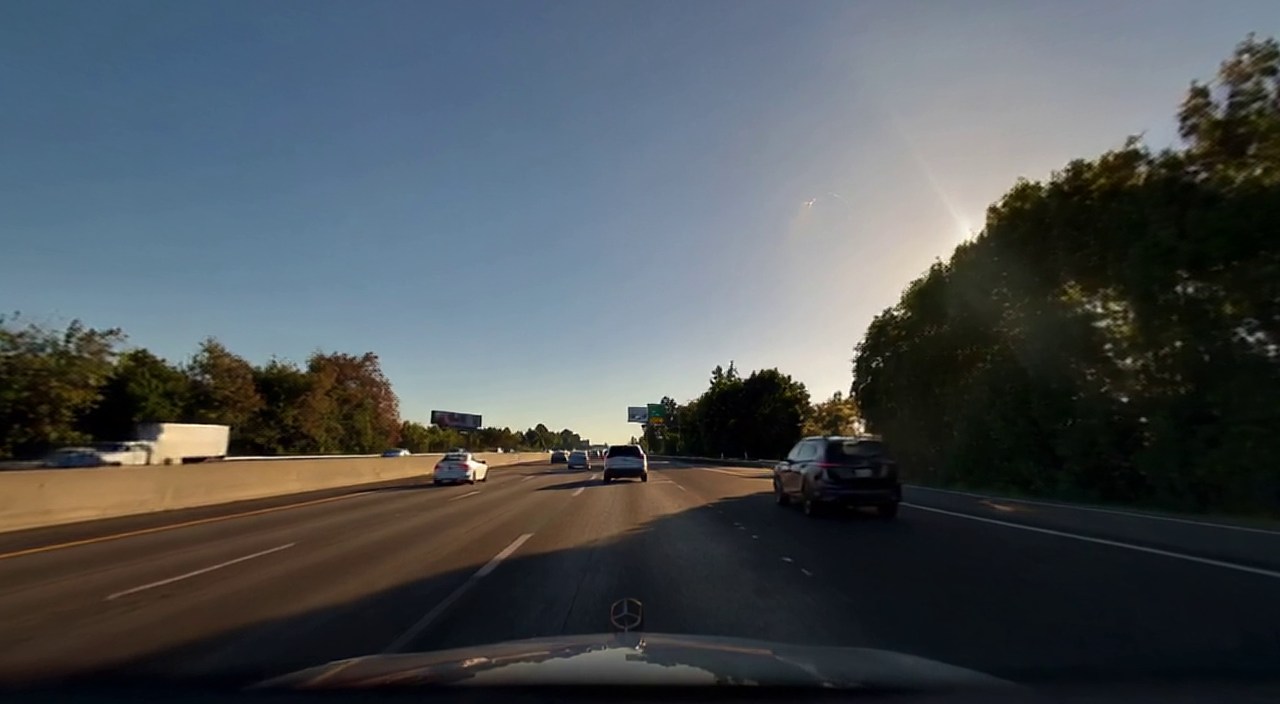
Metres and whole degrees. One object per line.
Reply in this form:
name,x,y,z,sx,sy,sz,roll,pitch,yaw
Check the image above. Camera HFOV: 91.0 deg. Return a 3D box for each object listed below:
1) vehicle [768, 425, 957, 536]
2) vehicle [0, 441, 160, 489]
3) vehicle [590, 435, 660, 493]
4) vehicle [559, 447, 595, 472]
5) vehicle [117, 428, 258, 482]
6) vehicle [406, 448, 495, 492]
vehicle,3.946,2.346,12.118,1.925,1.716,4.378,0,-9,-2
vehicle,-22.678,4.493,25.436,2.220,1.730,5.503,0,-9,-1
vehicle,-0.474,3.825,21.858,2.127,1.749,4.776,0,-9,0
vehicle,-3.995,6.838,40.313,1.889,1.522,4.465,0,-9,-1
vehicle,-22.761,5.221,32.199,2.547,2.468,6.237,0,-9,0
vehicle,-7.063,4.423,24.074,1.892,1.468,4.792,0,-9,0
